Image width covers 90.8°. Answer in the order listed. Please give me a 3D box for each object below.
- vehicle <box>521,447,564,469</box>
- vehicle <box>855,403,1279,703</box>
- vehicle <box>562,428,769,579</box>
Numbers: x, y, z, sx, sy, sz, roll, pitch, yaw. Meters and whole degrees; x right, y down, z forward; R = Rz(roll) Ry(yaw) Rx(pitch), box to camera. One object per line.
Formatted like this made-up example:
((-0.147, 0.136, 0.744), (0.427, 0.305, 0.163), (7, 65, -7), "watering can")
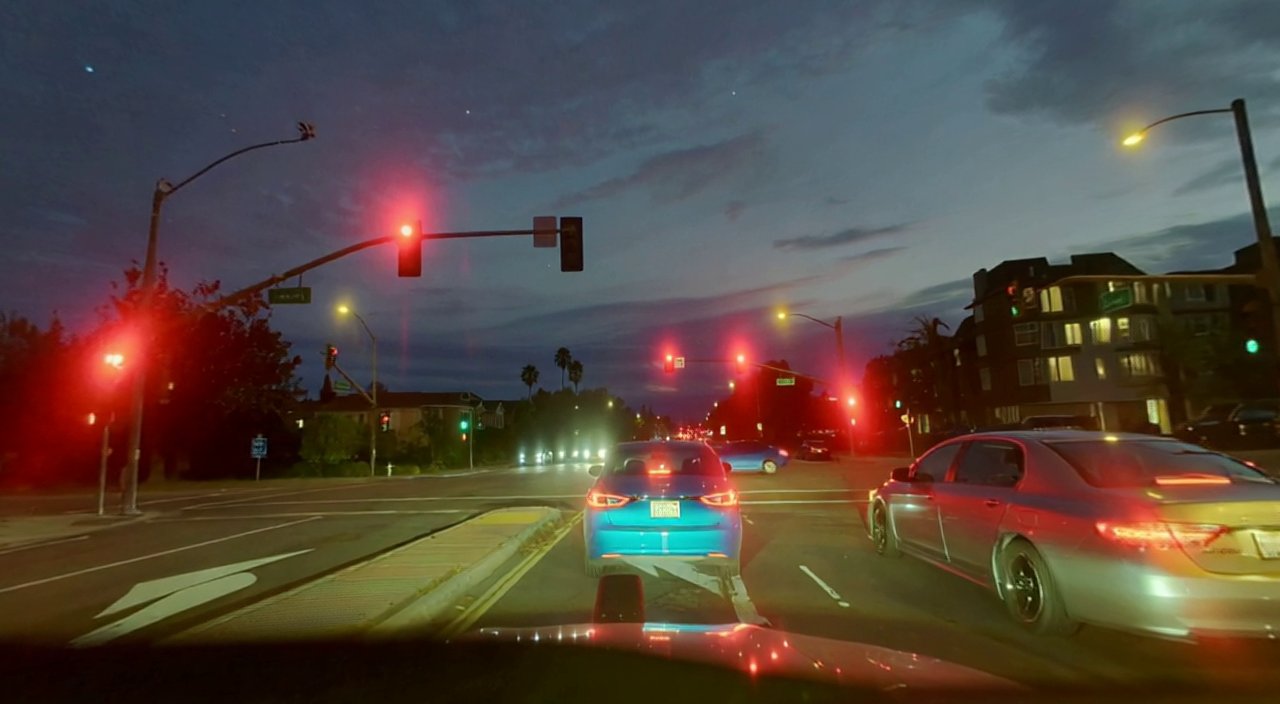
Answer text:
((-6.939, 7.580, 45.304), (2.093, 1.476, 4.278), (-1, -9, 4), "vehicle")
((3.649, 1.341, 5.437), (1.888, 1.486, 4.681), (0, -9, -1), "vehicle")
((0.294, 1.820, 8.326), (2.090, 1.505, 3.756), (-1, -9, 1), "vehicle")
